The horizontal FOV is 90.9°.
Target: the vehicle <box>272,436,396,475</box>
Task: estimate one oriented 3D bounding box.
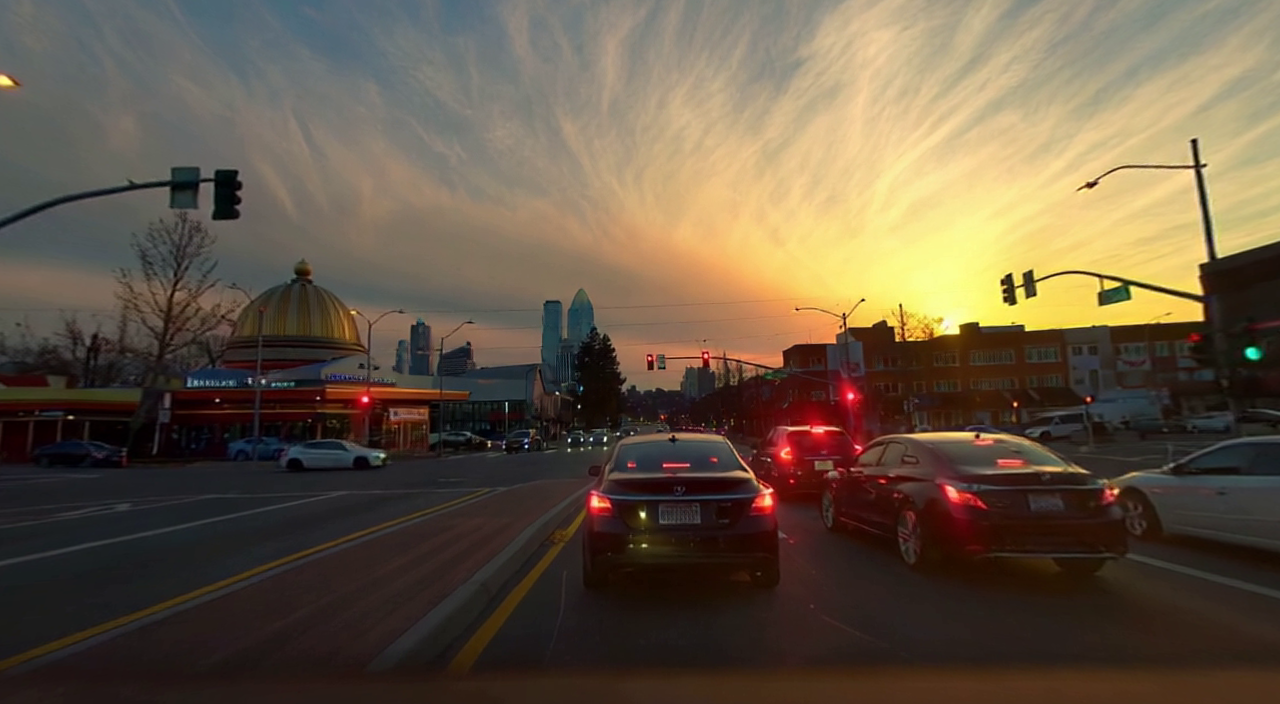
[{"bbox_3d":[-14.120,4.820,29.446,4.833,1.701,2.077,2,-9,-15],"label":"vehicle"}]

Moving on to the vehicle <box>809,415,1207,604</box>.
[{"bbox_3d":[3.524,1.574,7.295,1.883,1.480,4.489,0,-8,0],"label":"vehicle"}]

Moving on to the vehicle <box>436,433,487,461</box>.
[{"bbox_3d":[-12.117,6.478,43.122,2.122,1.829,4.559,0,-8,0],"label":"vehicle"}]

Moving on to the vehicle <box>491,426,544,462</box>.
[{"bbox_3d":[-8.774,6.601,45.764,2.710,2.022,5.889,-2,-4,0],"label":"vehicle"}]

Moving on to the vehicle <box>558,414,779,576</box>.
[{"bbox_3d":[0.224,1.626,7.920,2.073,1.496,3.892,0,-8,-1],"label":"vehicle"}]
